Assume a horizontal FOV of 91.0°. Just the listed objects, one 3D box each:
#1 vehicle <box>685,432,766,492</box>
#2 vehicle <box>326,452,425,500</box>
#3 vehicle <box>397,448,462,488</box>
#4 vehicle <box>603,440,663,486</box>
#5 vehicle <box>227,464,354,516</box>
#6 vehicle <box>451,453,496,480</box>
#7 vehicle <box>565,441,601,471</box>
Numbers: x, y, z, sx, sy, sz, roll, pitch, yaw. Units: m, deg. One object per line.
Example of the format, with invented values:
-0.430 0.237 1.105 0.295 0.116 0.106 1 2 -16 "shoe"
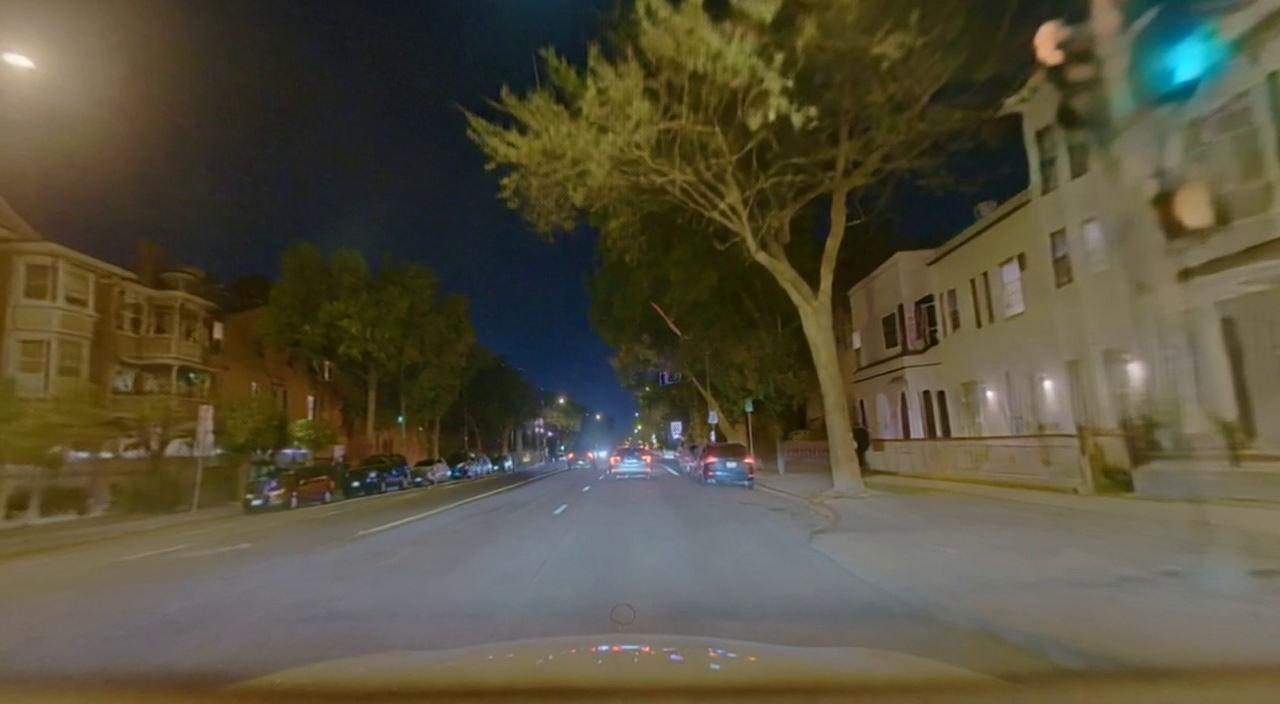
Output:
2.640 3.516 20.515 1.969 1.725 4.387 0 -8 0 "vehicle"
-12.217 5.710 29.613 2.109 1.941 6.025 0 -8 -1 "vehicle"
-12.349 6.812 37.297 2.210 2.148 4.849 0 -8 0 "vehicle"
-0.239 4.017 23.087 1.998 1.518 4.015 0 -8 -1 "vehicle"
-12.051 4.751 22.126 1.913 1.475 4.372 0 -8 1 "vehicle"
-12.324 8.492 46.983 2.026 1.791 4.909 0 -8 0 "vehicle"
-3.661 6.794 41.156 1.983 1.841 4.013 0 -8 0 "vehicle"
